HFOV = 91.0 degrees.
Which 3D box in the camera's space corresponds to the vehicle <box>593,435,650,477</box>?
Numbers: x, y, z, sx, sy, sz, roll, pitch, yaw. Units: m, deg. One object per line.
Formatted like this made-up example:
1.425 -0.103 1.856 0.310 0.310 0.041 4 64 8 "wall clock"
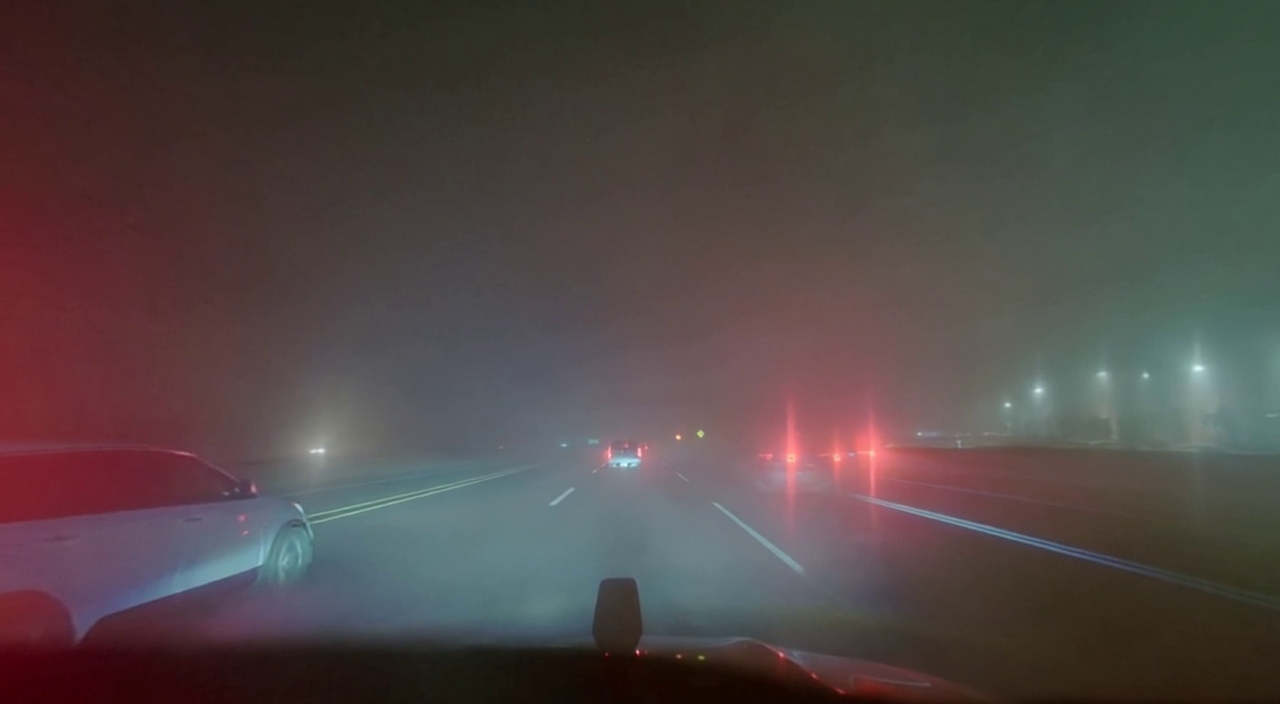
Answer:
-0.696 4.243 25.934 2.147 1.576 3.964 0 -8 0 "vehicle"
